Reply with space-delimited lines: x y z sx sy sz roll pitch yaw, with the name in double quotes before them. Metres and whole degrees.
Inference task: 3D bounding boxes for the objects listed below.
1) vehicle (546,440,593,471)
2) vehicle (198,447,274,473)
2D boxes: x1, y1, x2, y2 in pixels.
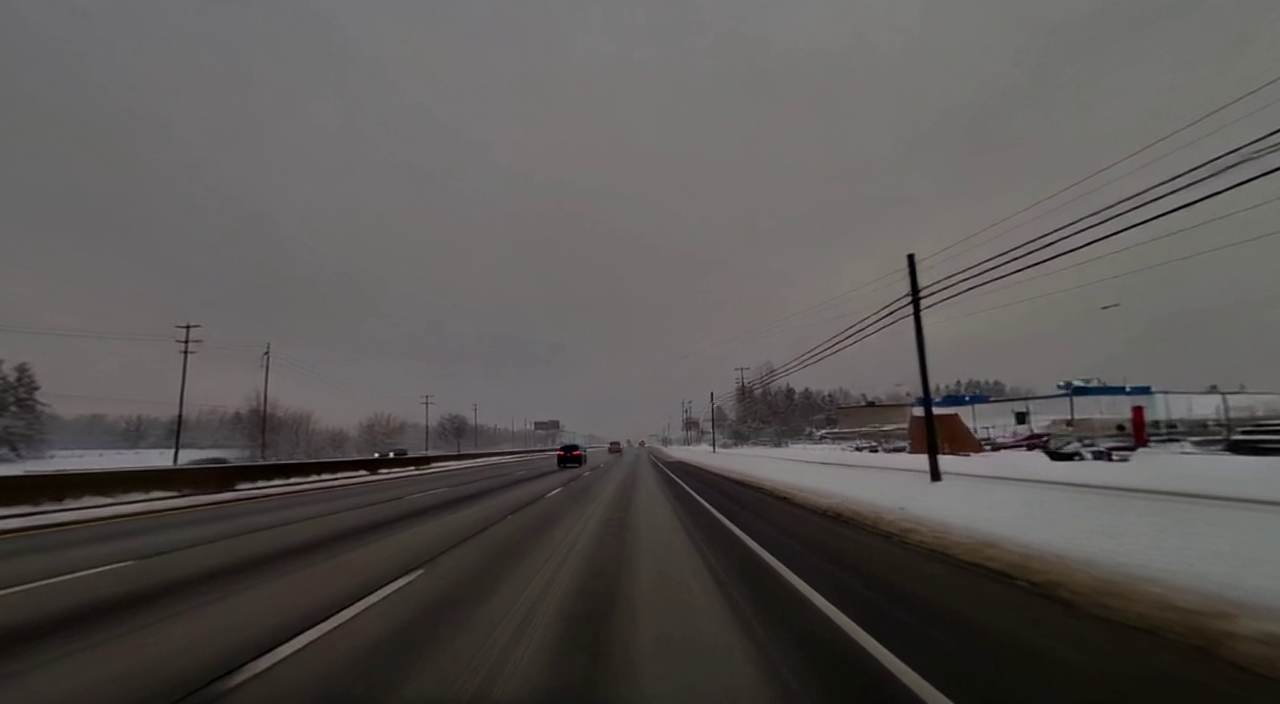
"vehicle" -3.663 5.480 33.664 1.940 1.479 4.545 0 -8 1
"vehicle" -25.415 6.796 39.937 1.810 1.480 4.357 0 -9 1
